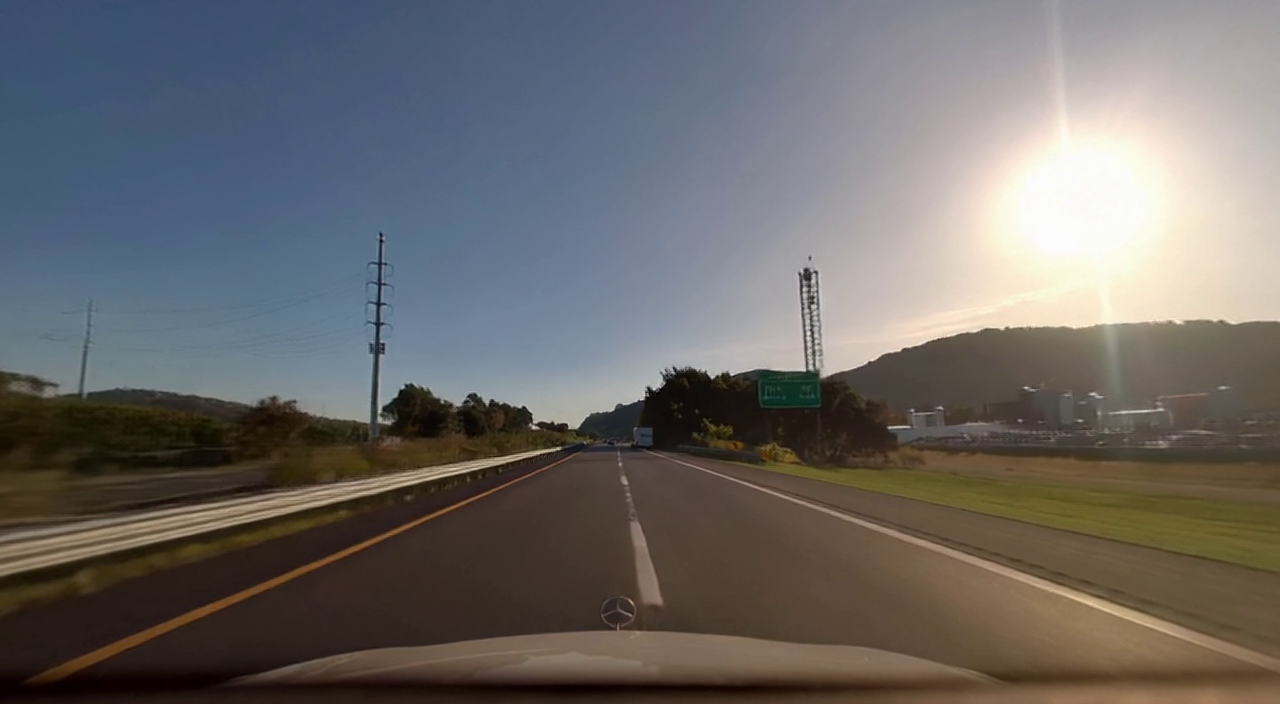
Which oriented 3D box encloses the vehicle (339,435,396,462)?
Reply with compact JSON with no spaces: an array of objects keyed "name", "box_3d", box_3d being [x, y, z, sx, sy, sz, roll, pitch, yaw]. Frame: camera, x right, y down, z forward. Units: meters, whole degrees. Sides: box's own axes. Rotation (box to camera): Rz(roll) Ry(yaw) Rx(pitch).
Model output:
[{"name":"vehicle","box_3d":[-17.753,6.282,41.221,1.922,1.630,4.437,0,-8,-2]}]
